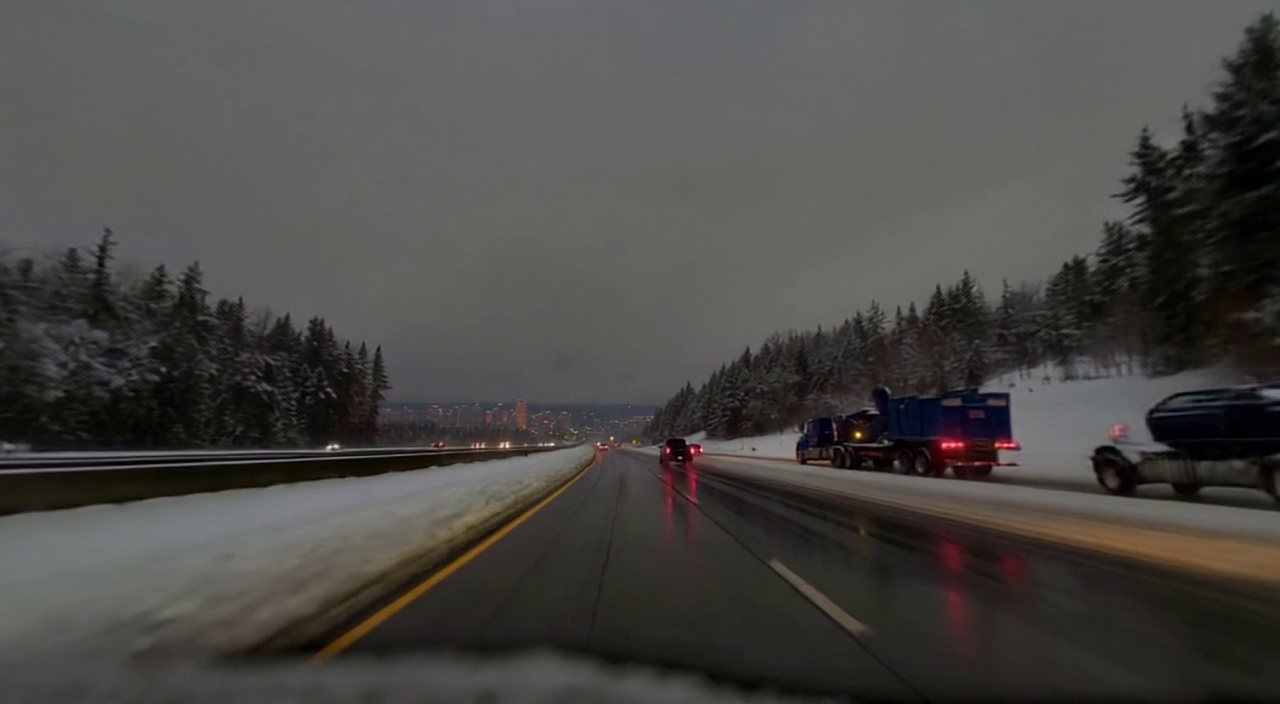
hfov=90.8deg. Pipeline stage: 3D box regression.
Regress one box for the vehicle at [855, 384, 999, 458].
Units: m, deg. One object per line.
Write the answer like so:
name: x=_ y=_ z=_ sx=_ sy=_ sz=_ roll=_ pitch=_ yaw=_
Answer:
vehicle: x=13.558 y=3.473 z=30.637 sx=3.476 sy=3.195 sz=6.407 roll=1 pitch=-8 yaw=-5

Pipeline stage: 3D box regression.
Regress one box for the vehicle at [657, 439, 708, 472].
vehicle: x=2.298 y=5.753 z=35.427 sx=2.305 sy=1.729 sz=4.526 roll=0 pitch=-8 yaw=-3

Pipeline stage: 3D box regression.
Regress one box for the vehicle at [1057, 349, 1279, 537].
vehicle: x=10.592 y=1.473 z=10.217 sx=2.873 sy=2.663 sz=6.922 roll=0 pitch=-8 yaw=0

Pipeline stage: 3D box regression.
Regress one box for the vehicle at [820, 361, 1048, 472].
vehicle: x=13.652 y=3.614 z=32.181 sx=3.968 sy=4.321 sz=14.566 roll=1 pitch=-8 yaw=-3
